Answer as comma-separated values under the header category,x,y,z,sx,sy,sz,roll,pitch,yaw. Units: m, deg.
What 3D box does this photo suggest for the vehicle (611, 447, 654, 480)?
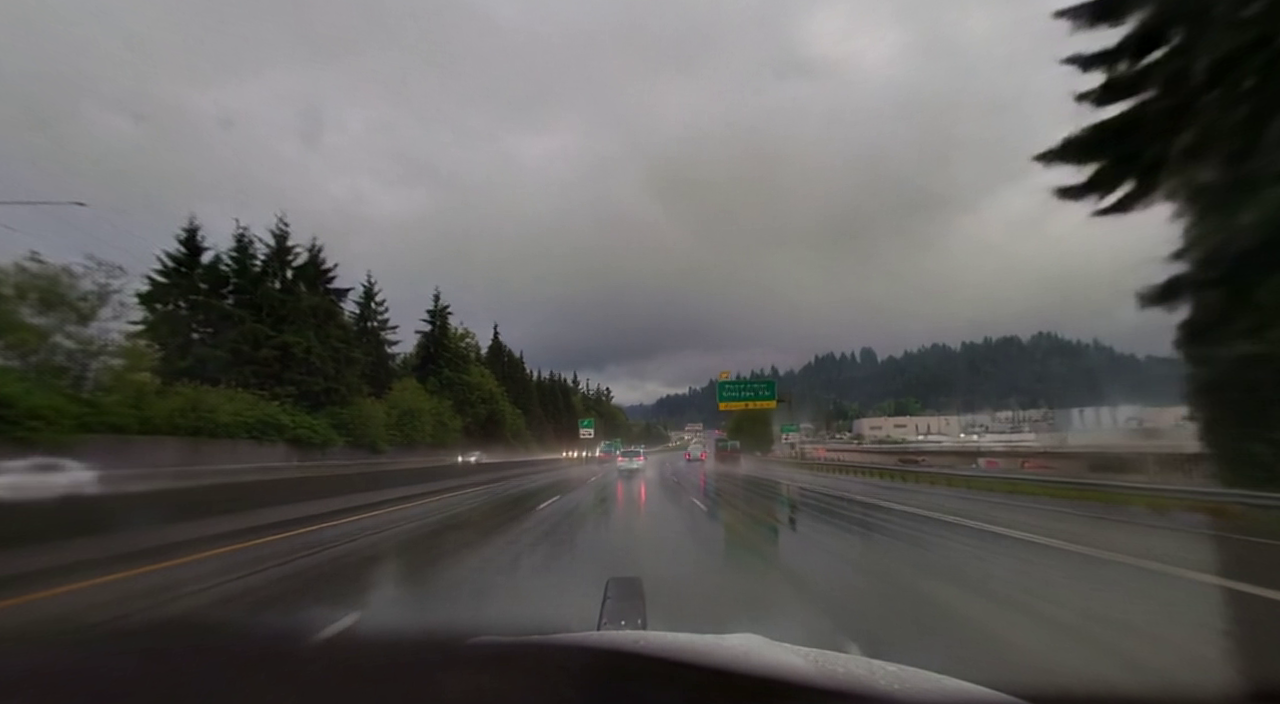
category,x,y,z,sx,sy,sz,roll,pitch,yaw
vehicle,-0.333,5.587,31.872,2.035,1.513,4.272,0,-9,1
